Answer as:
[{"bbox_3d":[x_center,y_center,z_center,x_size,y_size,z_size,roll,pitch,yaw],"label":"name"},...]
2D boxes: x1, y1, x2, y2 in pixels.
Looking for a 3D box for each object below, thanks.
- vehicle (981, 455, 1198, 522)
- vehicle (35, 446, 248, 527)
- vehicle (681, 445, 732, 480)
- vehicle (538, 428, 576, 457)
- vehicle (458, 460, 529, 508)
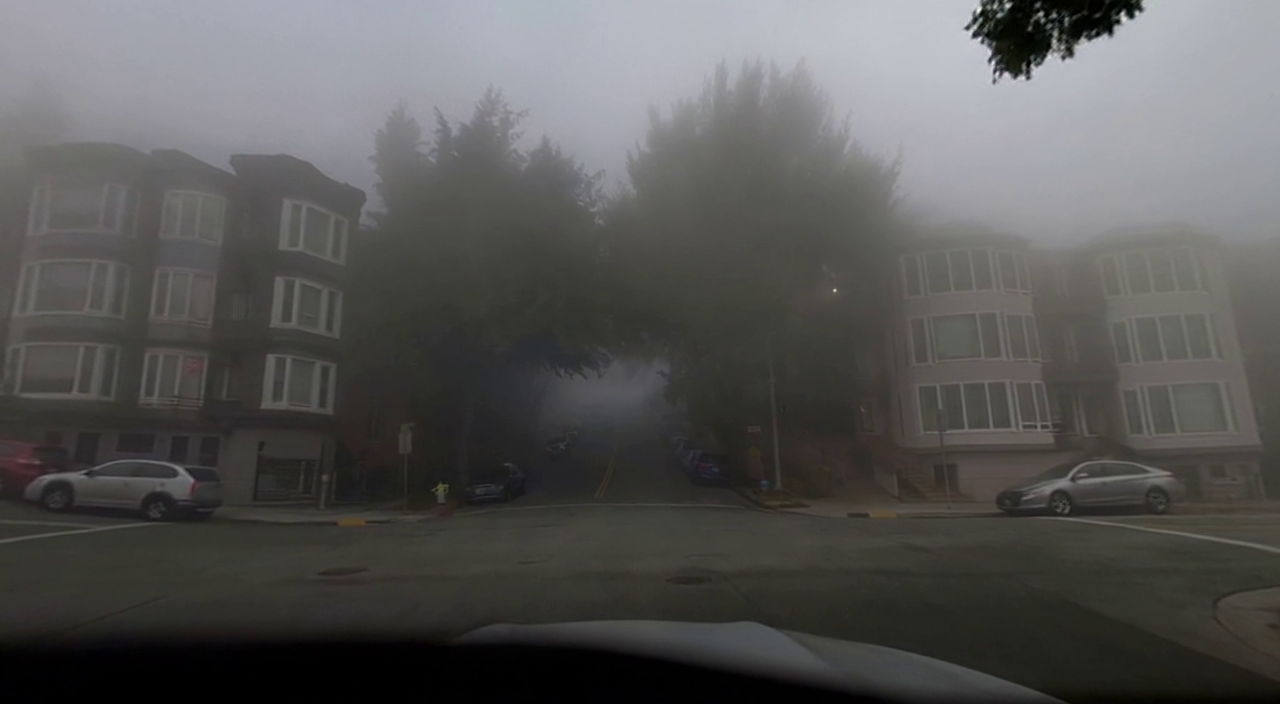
[{"bbox_3d":[12.524,3.805,17.843,4.596,1.690,1.972,0,-8,-1],"label":"vehicle"},{"bbox_3d":[-13.971,3.795,17.911,4.243,1.676,1.844,6,-12,1],"label":"vehicle"},{"bbox_3d":[3.417,5.786,33.326,2.051,1.526,4.673,0,-6,-2],"label":"vehicle"},{"bbox_3d":[-6.171,6.752,47.445,2.101,1.732,4.119,-3,-3,3],"label":"vehicle"},{"bbox_3d":[-5.852,5.293,25.719,1.987,1.662,4.141,-2,-9,-1],"label":"vehicle"}]
